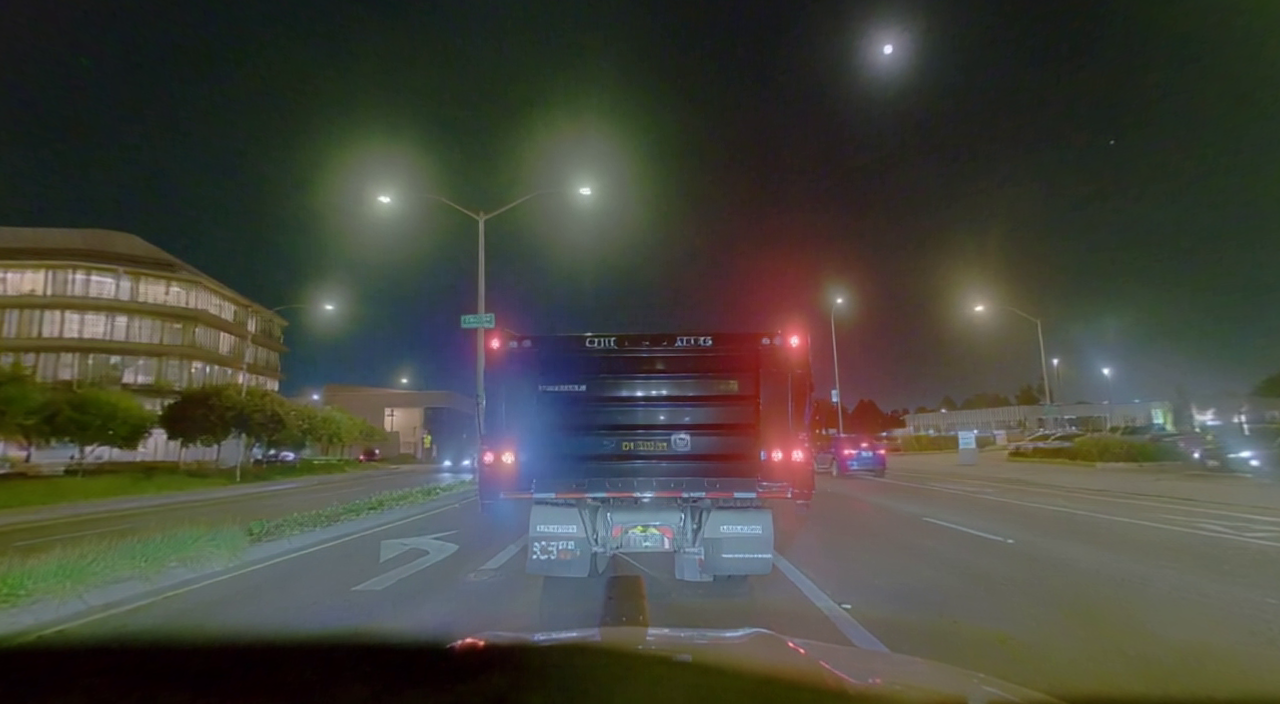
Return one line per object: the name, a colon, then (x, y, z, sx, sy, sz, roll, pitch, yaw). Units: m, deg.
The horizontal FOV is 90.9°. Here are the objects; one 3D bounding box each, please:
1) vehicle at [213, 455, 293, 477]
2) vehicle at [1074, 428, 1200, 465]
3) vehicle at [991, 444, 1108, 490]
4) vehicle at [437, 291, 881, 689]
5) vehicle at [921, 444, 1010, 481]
vehicle: (-26.862, 7.908, 43.832, 4.409, 1.446, 1.862, -1, -8, 6)
vehicle: (23.115, 4.392, 29.448, 4.171, 1.614, 1.894, -1, -8, 1)
vehicle: (14.288, 3.995, 22.279, 1.702, 1.475, 3.670, -1, -8, 1)
vehicle: (0.264, 1.317, 7.399, 2.650, 2.391, 7.008, -1, -8, 3)
vehicle: (14.154, 4.799, 27.731, 1.777, 1.488, 4.081, -1, -8, 1)
